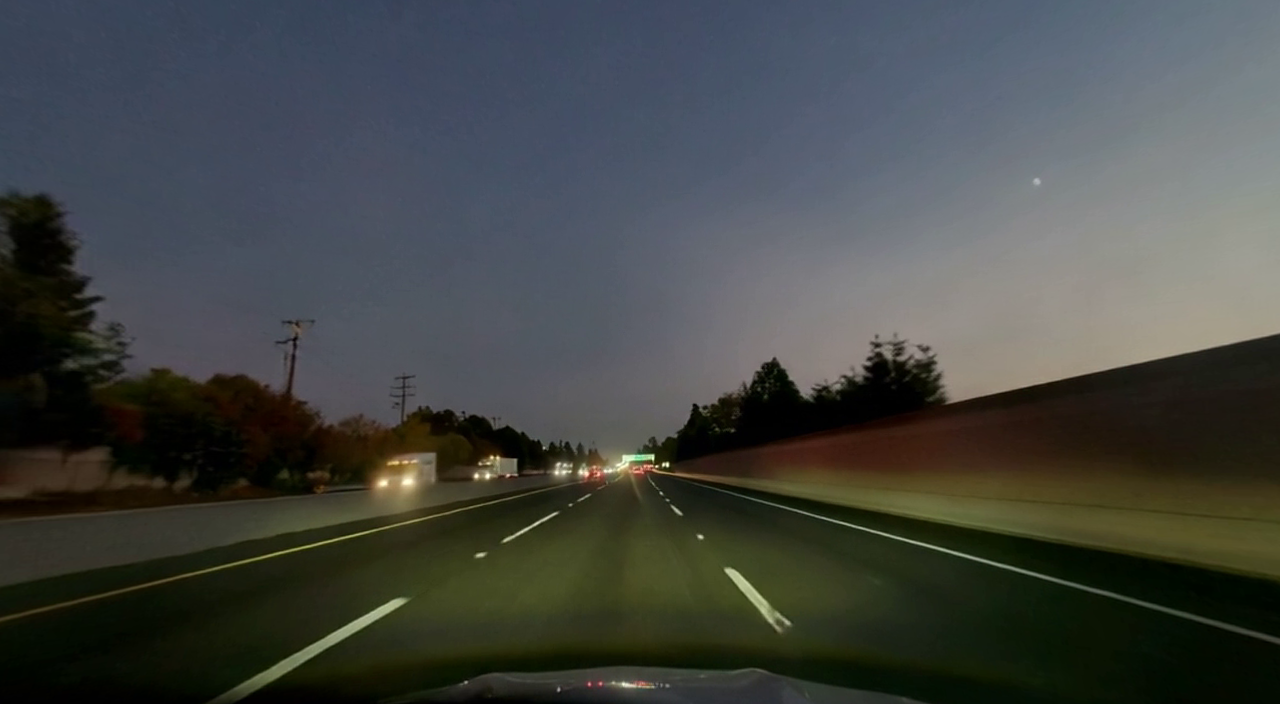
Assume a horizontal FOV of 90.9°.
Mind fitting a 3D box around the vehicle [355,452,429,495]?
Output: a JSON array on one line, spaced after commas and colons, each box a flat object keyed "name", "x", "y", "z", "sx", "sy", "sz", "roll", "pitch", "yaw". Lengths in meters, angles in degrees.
[{"name": "vehicle", "x": -17.285, "y": 8.511, "z": 44.454, "sx": 2.485, "sy": 2.734, "sz": 6.652, "roll": 1, "pitch": -10, "yaw": -1}]
